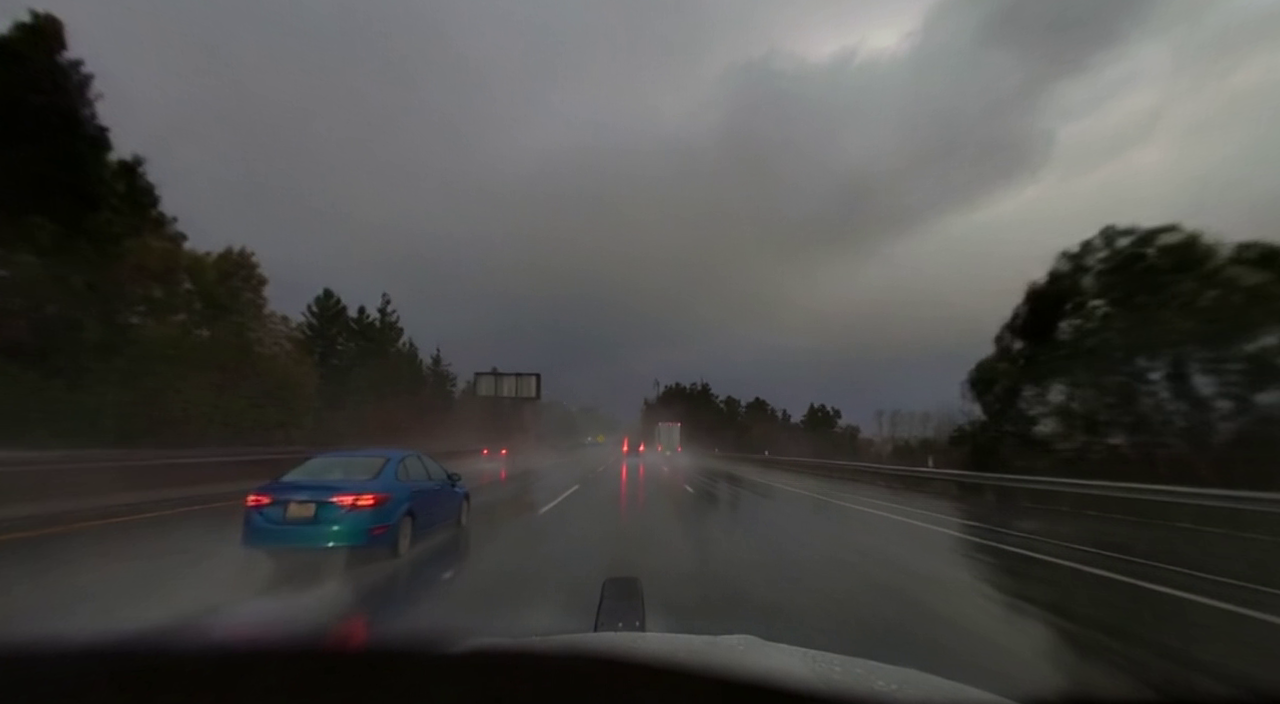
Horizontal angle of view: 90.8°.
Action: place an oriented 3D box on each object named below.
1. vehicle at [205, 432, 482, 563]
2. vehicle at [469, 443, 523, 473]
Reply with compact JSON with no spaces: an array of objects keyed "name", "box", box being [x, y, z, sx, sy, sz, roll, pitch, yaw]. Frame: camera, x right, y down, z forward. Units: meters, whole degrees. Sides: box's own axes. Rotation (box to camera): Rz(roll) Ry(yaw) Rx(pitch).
[{"name":"vehicle","box":[-3.987,2.016,9.537,2.090,1.487,4.276,0,-9,0]},{"name":"vehicle","box":[-7.519,5.567,33.411,1.915,1.479,3.843,-1,-9,0]}]
